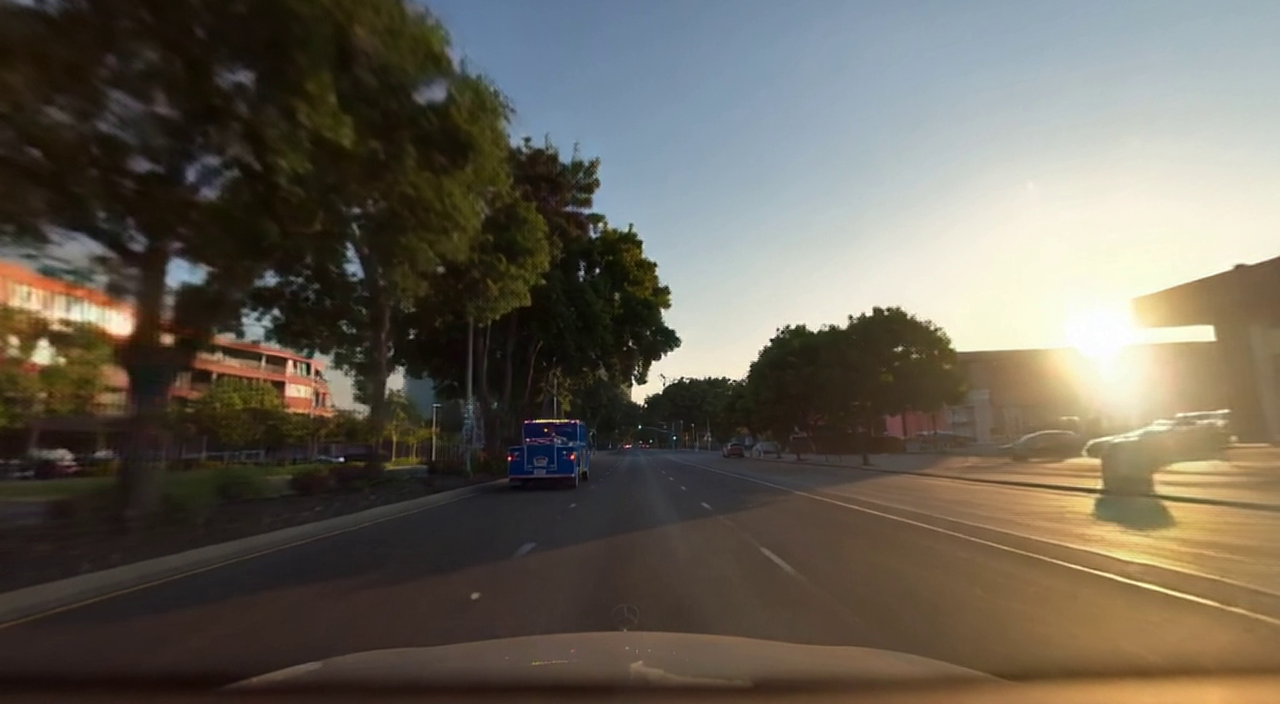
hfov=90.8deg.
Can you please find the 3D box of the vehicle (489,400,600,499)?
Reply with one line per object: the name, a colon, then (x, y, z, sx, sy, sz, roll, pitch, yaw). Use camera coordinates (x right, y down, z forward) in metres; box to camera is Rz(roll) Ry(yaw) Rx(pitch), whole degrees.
vehicle: (-2.910, 3.218, 21.003, 2.633, 2.787, 5.796, -1, -9, 1)
